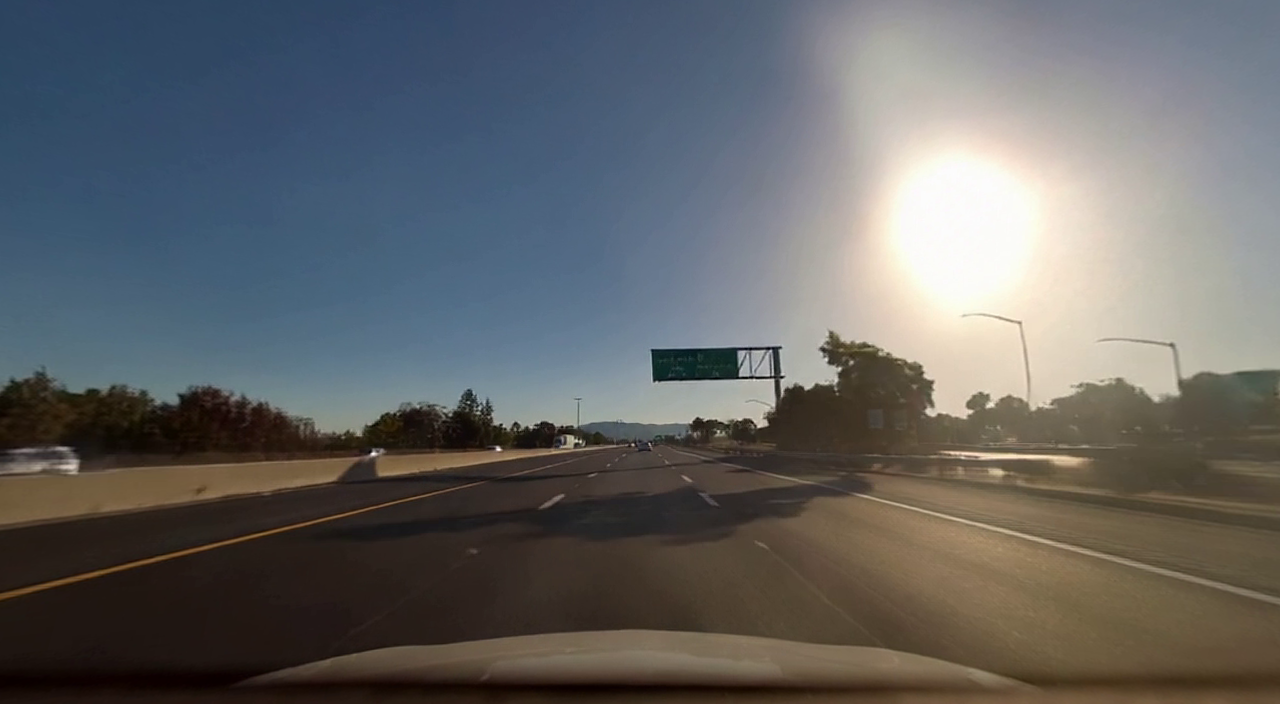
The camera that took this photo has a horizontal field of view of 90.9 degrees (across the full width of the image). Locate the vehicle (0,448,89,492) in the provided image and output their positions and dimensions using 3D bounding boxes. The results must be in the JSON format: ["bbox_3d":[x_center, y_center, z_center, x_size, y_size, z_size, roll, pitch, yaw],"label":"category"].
[{"bbox_3d":[-26.917,4.985,26.887,1.972,1.727,5.254,0,-8,1],"label":"vehicle"}]
